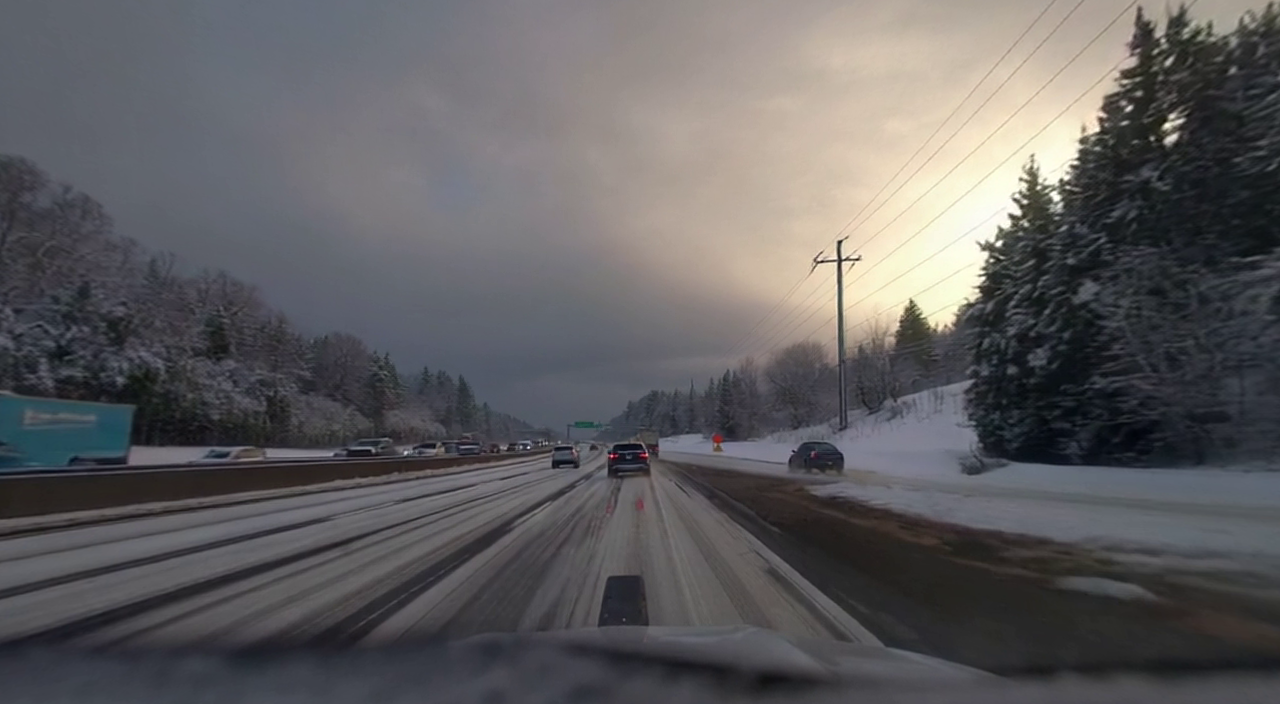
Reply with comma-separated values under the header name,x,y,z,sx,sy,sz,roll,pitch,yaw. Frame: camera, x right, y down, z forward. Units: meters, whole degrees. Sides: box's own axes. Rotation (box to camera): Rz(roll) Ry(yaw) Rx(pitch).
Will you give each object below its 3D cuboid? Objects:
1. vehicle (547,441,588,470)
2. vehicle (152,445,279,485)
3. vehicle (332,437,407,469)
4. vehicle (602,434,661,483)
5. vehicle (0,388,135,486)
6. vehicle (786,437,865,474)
name,x,y,z,sx,sy,sz,roll,pitch,yaw
vehicle,-4.505,6.535,39.947,2.130,1.685,4.341,0,-9,-1
vehicle,-16.695,4.448,25.158,1.838,1.424,4.575,-1,-9,1
vehicle,-16.600,6.225,39.036,2.228,1.808,5.608,0,-9,-1
vehicle,-0.336,4.266,25.488,2.192,1.769,4.287,0,-9,-1
vehicle,-23.849,3.324,24.243,2.795,3.380,7.270,0,-9,-1
vehicle,9.220,5.195,31.845,2.099,1.720,4.829,1,-9,-6
